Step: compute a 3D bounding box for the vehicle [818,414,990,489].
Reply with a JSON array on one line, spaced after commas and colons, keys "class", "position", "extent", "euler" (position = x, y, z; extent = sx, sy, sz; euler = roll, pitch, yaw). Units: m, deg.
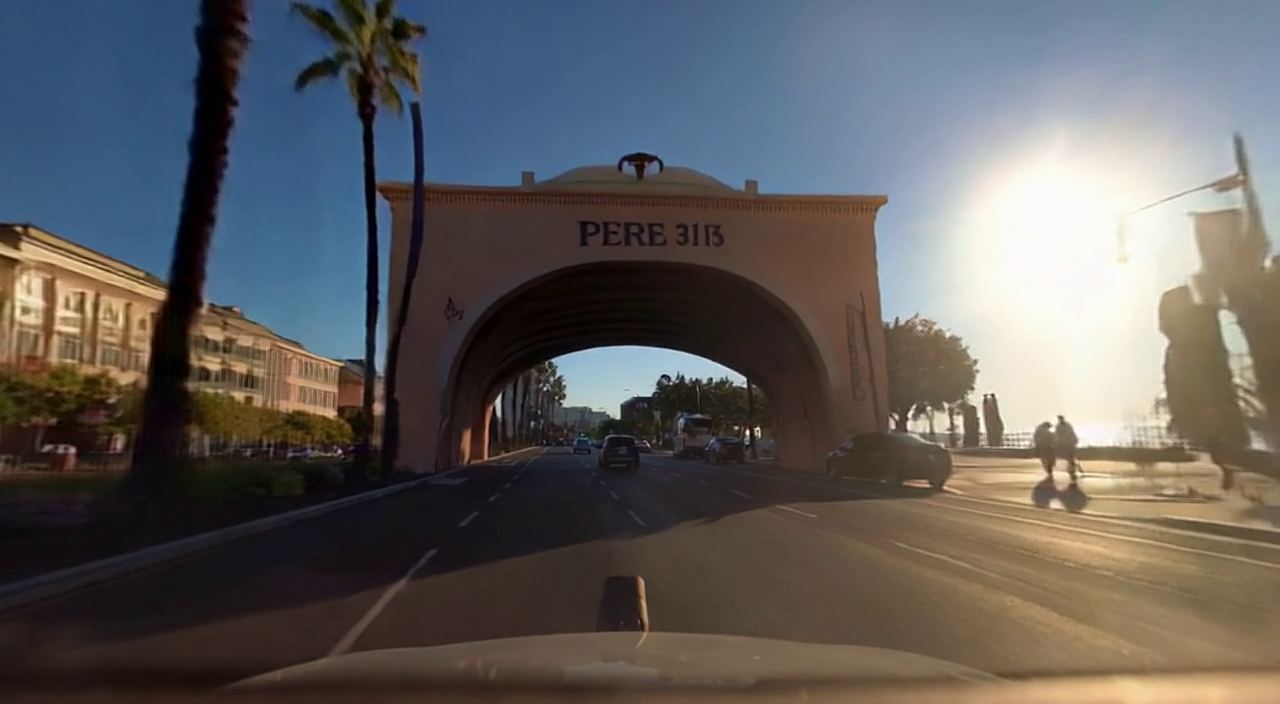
[{"class": "vehicle", "position": [7.999, 3.129, 20.066], "extent": [2.417, 2.030, 5.711], "euler": [1, -9, -7]}]

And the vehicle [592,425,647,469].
[{"class": "vehicle", "position": [-1.196, 4.913, 32.723], "extent": [2.284, 2.010, 6.670], "euler": [1, -9, -7]}]

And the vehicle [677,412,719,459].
[{"class": "vehicle", "position": [4.422, 6.451, 48.650], "extent": [2.821, 3.470, 3.590], "euler": [0, -9, -1]}]

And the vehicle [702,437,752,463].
[{"class": "vehicle", "position": [5.334, 6.126, 39.483], "extent": [2.015, 1.486, 4.501], "euler": [1, -9, -7]}]
